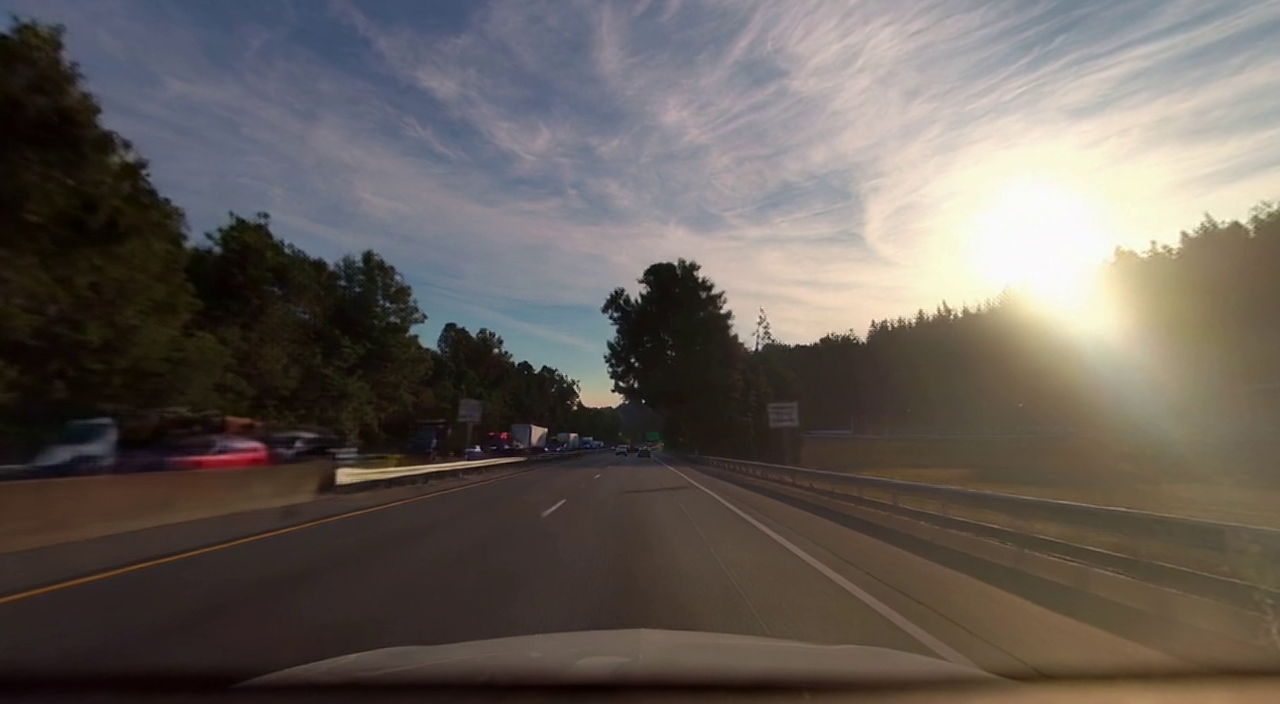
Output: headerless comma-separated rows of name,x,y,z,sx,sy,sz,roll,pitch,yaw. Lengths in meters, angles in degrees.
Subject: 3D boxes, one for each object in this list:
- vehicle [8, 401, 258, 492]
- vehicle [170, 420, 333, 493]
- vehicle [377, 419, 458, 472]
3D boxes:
vehicle,-16.880,3.313,21.947,2.499,2.572,7.618,1,-9,-2
vehicle,-12.274,3.361,20.444,2.164,2.078,4.841,0,-9,0
vehicle,-12.888,5.511,37.059,2.518,2.799,5.948,0,-9,0
